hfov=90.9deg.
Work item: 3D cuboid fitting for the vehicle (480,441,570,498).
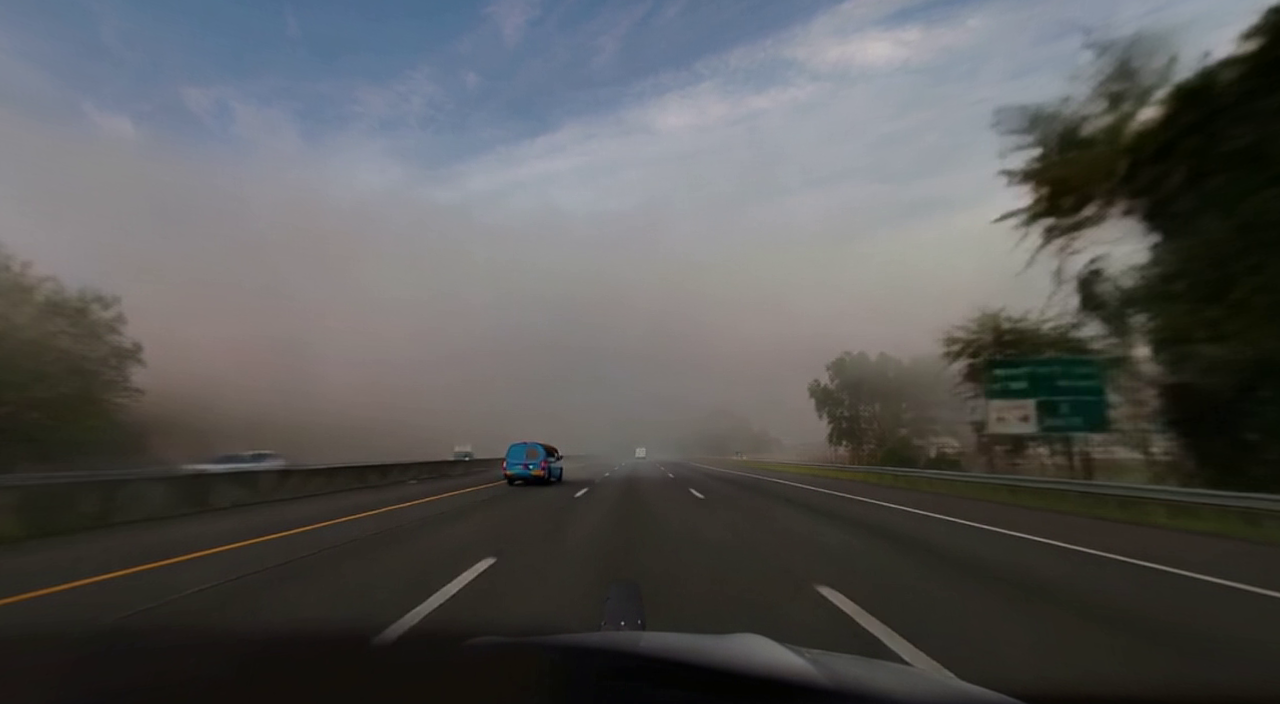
[{"bbox_3d":[-3.433,3.597,19.549,1.965,1.556,3.971,0,-9,1],"label":"vehicle"}]

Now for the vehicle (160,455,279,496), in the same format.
[{"bbox_3d":[-16.168,4.729,24.539,1.800,1.424,4.187,0,-9,-1],"label":"vehicle"}]
